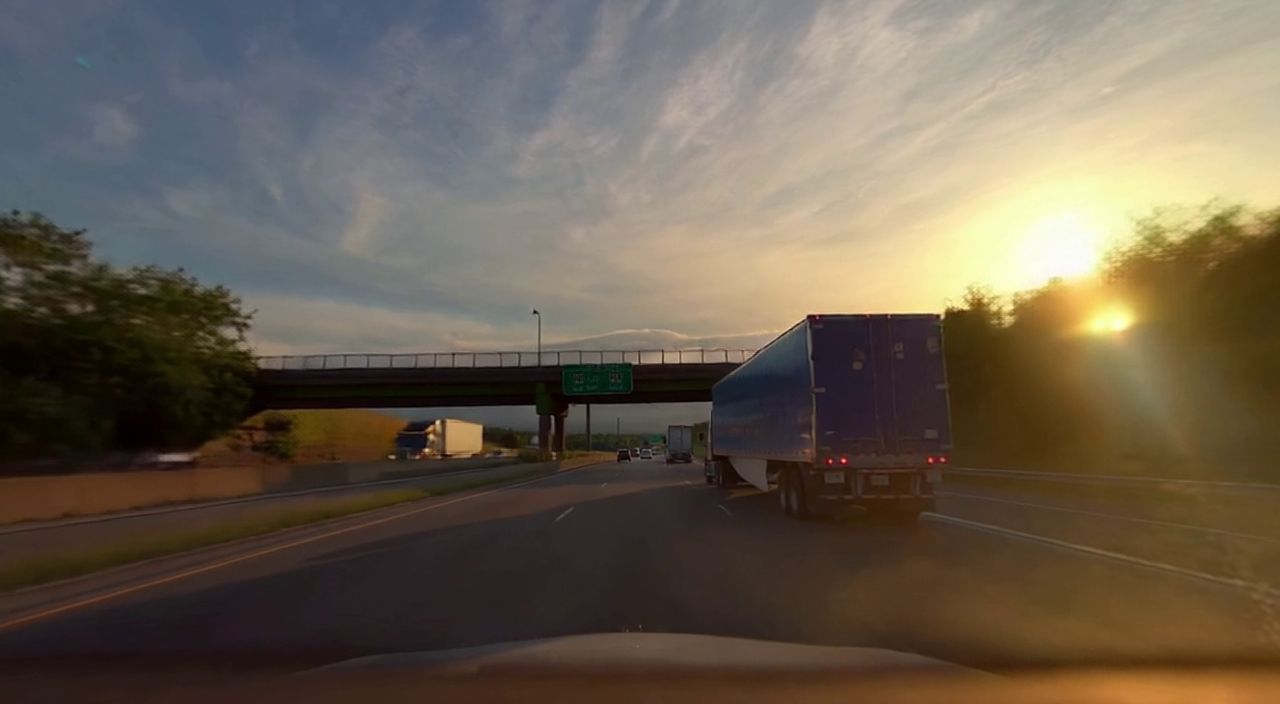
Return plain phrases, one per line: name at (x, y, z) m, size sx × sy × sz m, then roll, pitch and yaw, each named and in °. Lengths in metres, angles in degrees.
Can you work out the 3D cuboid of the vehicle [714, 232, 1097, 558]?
vehicle at (4.030, 1.554, 14.847) m, size 2.825 × 4.054 × 14.210 m, roll 0°, pitch -9°, yaw 0°
